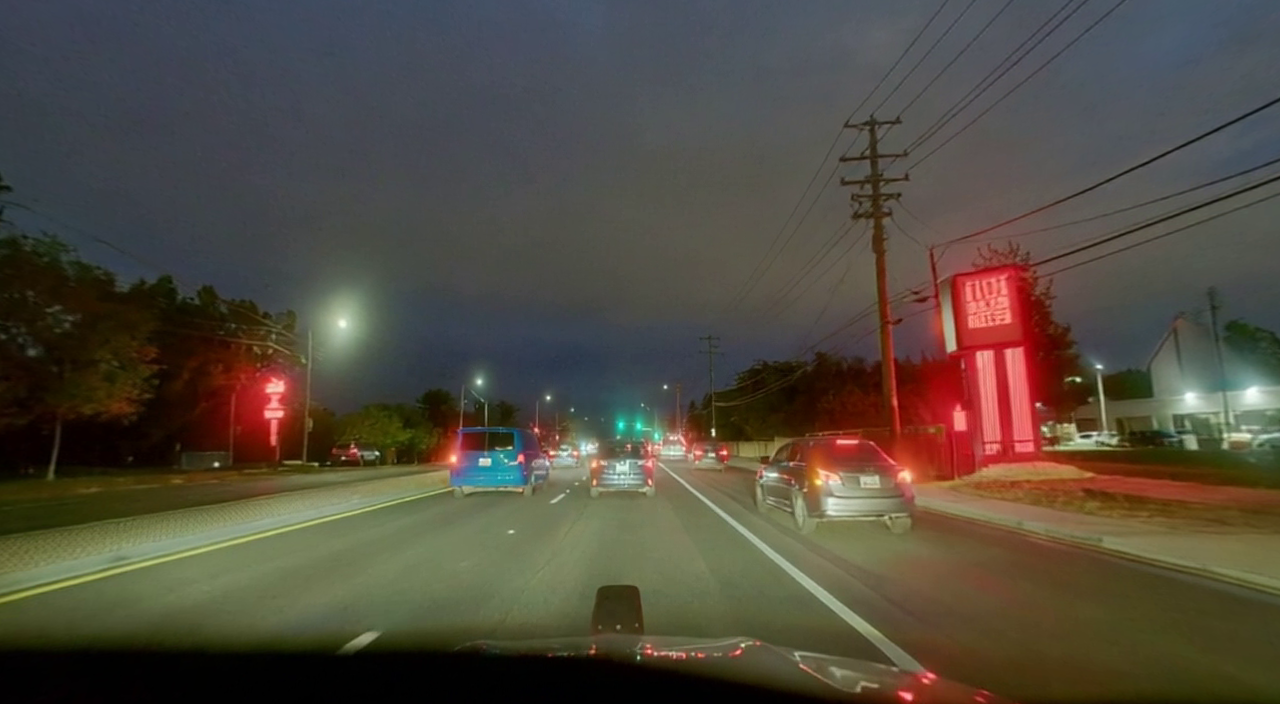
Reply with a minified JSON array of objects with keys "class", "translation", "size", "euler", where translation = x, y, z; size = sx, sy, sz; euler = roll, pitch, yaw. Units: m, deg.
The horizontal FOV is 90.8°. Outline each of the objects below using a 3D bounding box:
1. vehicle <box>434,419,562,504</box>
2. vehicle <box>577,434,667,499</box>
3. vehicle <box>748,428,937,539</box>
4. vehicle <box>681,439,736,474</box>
[{"class":"vehicle","translation":[-3.369,2.735,16.135],"size":[2.092,1.839,4.736],"euler":[0,-9,1]},{"class":"vehicle","translation":[-0.418,2.997,16.853],"size":[2.097,1.511,3.809],"euler":[0,-9,0]},{"class":"vehicle","translation":[3.153,2.116,10.728],"size":[1.880,1.521,3.724],"euler":[0,-9,-1]},{"class":"vehicle","translation":[3.078,4.820,29.280],"size":[1.878,1.479,4.461],"euler":[0,-9,-2]}]
